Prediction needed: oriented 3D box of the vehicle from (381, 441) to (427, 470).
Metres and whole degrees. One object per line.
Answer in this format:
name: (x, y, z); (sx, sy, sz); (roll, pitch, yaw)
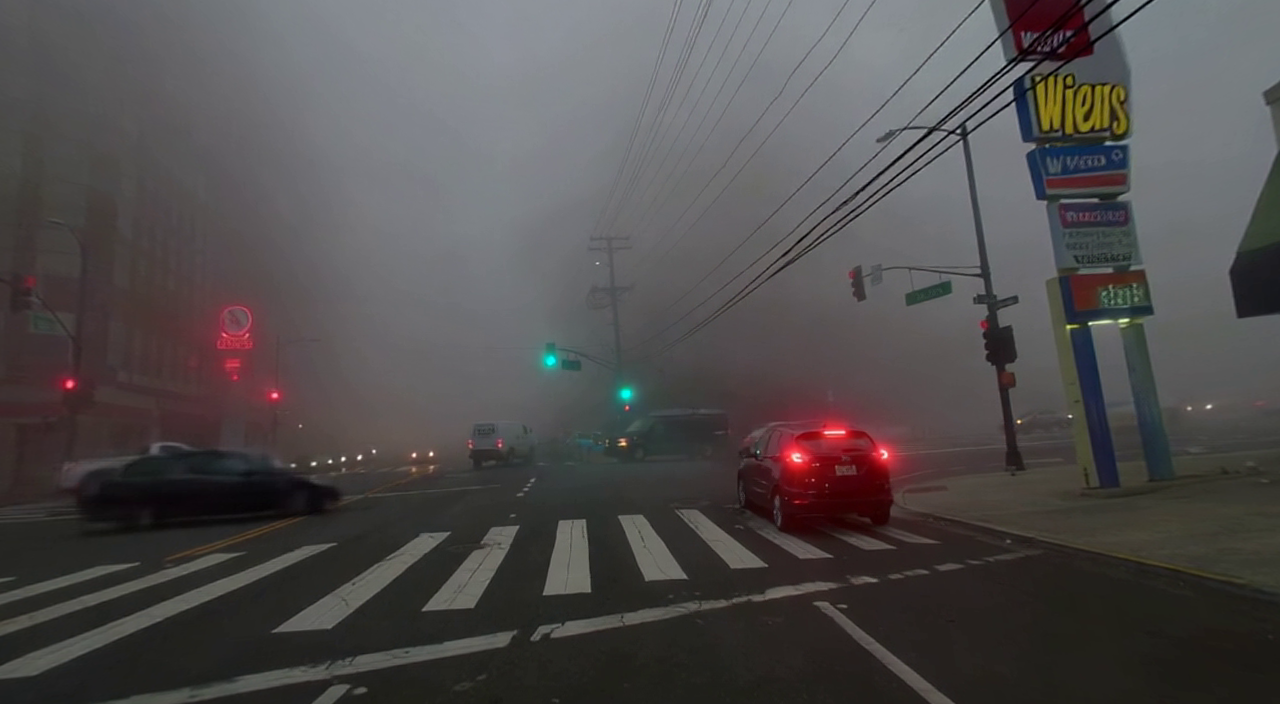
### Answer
vehicle: (-13.901, 6.015, 37.099); (2.093, 1.446, 4.054); (2, -7, -26)

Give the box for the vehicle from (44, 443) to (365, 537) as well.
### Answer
vehicle: (-8.044, 2.543, 12.280); (4.707, 1.487, 1.907); (4, -10, -28)

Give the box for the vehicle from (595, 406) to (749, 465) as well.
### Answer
vehicle: (1.290, 3.194, 24.033); (5.588, 1.985, 2.374); (6, -10, -36)

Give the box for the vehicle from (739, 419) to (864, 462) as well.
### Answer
vehicle: (5.999, 3.290, 23.407); (4.433, 1.453, 1.804); (5, -10, -30)

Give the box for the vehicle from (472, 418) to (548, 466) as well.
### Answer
vehicle: (-5.731, 4.090, 28.683); (2.081, 1.938, 5.603); (-1, -8, 2)
